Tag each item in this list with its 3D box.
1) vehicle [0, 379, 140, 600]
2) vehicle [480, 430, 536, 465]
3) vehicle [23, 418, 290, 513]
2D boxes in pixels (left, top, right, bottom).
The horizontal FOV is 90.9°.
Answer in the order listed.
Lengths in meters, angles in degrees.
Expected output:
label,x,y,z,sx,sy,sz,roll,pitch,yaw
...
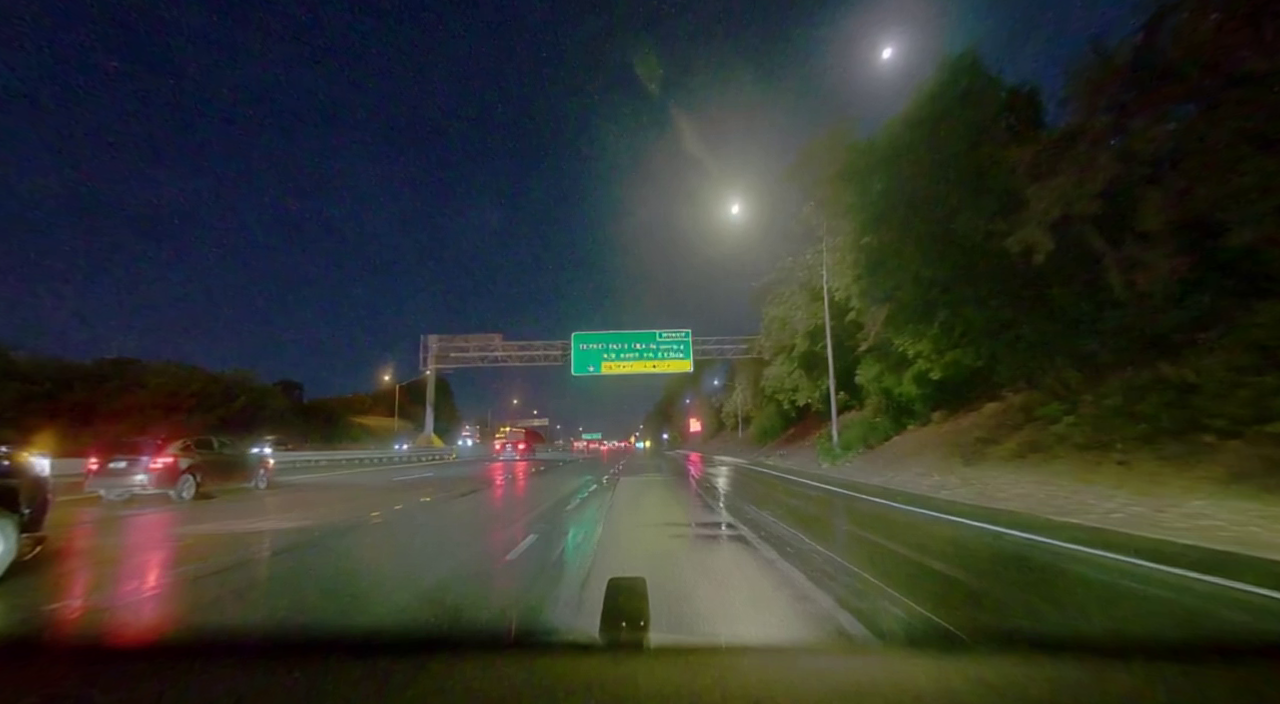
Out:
label,x,y,z,sx,sy,sz,roll,pitch,yaw
vehicle,-6.401,0.855,3.307,2.403,1.773,6.276,0,-8,0
vehicle,-6.880,5.029,33.313,2.009,1.735,4.358,0,-8,0
vehicle,-9.824,2.336,13.440,2.060,1.662,4.469,0,-8,1
